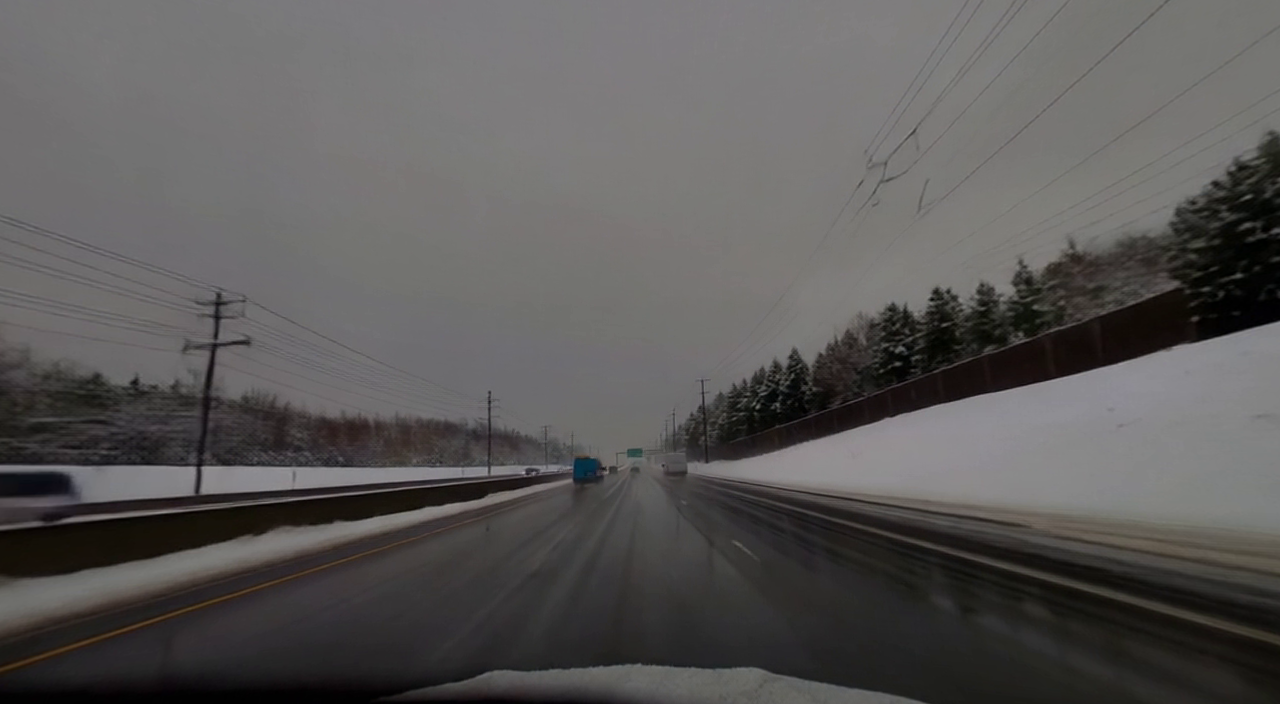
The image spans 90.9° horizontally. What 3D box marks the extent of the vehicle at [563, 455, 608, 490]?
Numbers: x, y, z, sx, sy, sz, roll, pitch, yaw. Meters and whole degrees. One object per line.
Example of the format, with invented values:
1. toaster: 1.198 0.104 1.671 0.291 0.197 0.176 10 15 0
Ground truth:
1. vehicle: -3.345 7.529 39.555 2.324 2.008 4.654 1 -11 0
